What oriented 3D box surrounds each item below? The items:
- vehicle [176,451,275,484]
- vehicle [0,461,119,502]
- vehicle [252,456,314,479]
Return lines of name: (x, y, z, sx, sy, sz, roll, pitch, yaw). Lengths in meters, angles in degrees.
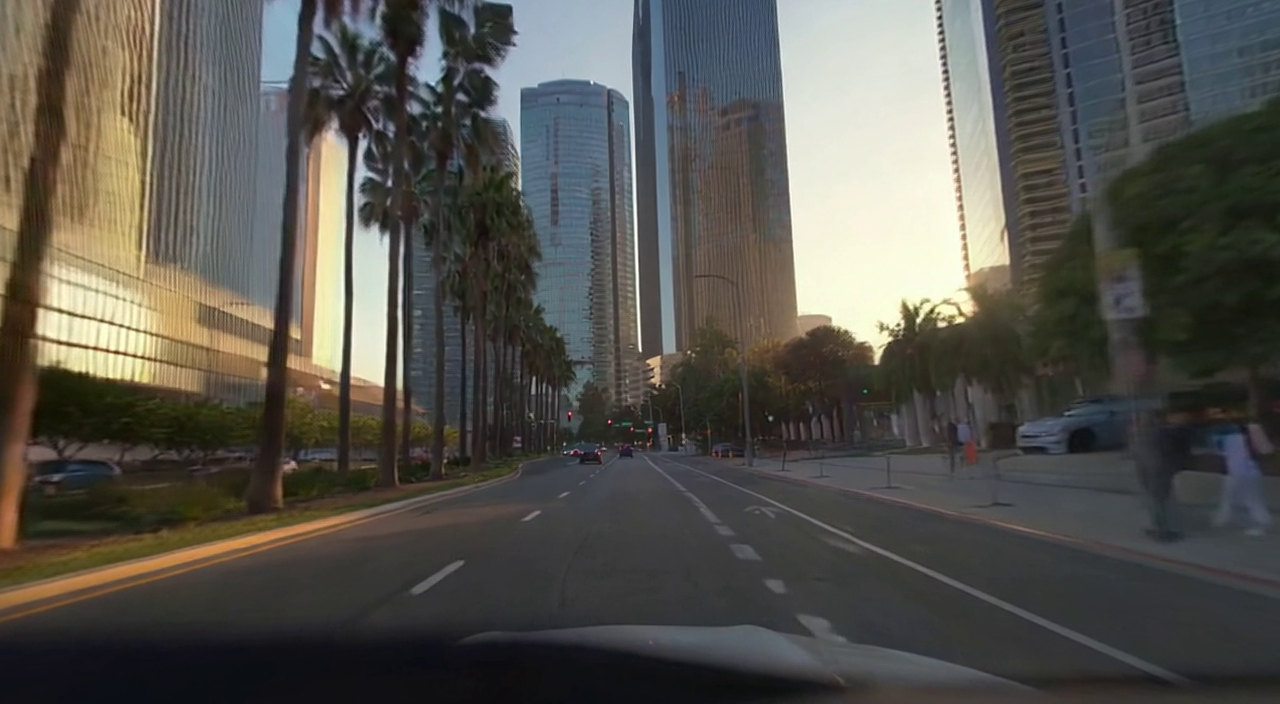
vehicle: (-24.924, 6.933, 38.320, 2.062, 1.765, 5.897, 0, -9, -1)
vehicle: (-24.820, 5.380, 26.633, 2.080, 1.457, 4.424, 0, -9, -3)
vehicle: (-24.579, 7.920, 43.655, 1.751, 1.424, 4.506, 0, -8, -1)
